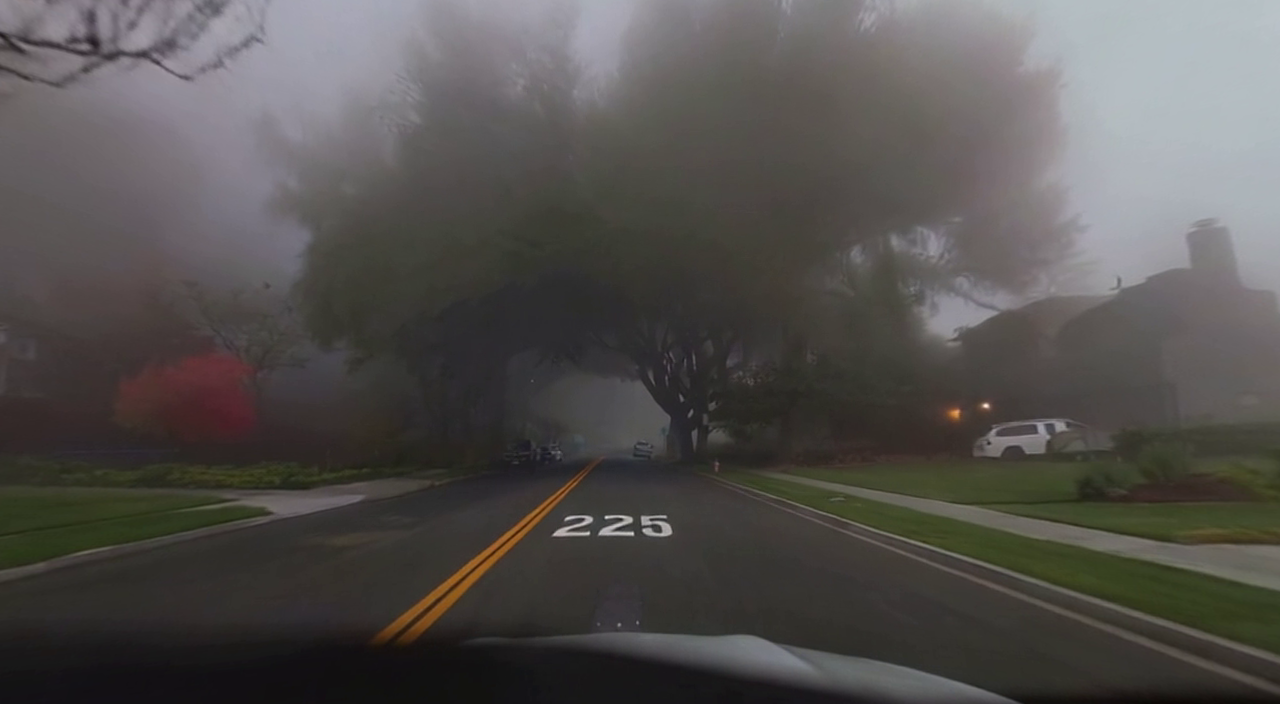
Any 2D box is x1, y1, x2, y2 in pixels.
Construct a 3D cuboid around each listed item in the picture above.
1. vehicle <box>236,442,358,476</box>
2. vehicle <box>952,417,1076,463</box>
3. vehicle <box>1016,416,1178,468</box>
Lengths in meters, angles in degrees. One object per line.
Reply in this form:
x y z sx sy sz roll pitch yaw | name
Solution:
-15.461 4.824 28.678 4.388 1.449 1.882 0 -9 -3 | vehicle
15.233 3.565 25.726 4.426 1.704 2.219 4 -9 -27 | vehicle
15.841 3.131 22.051 4.198 1.697 1.984 1 -9 -5 | vehicle
